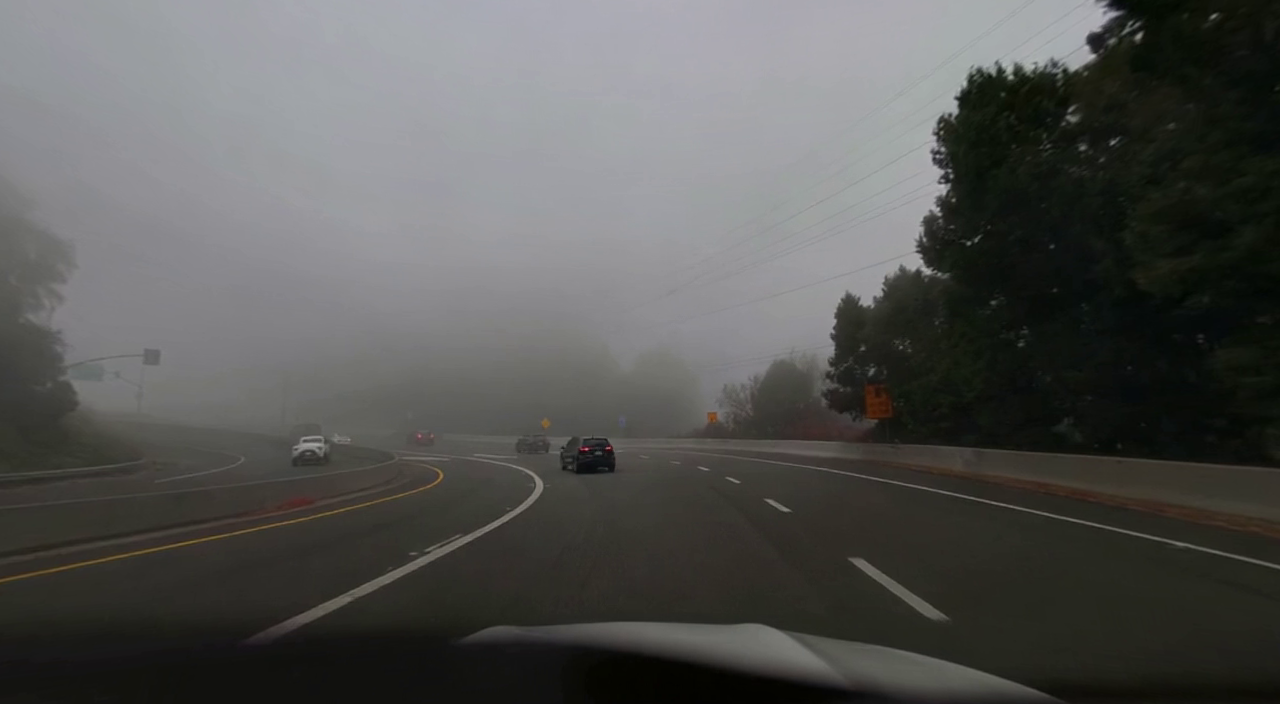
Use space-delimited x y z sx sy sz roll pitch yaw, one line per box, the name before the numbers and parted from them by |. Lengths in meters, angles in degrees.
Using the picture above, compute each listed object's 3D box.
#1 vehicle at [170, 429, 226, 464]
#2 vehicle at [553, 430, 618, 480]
vehicle | -26.139 5.573 37.235 2.239 1.922 5.001 7 -11 -38
vehicle | -2.213 3.933 24.359 2.140 1.724 4.304 1 -9 -10
